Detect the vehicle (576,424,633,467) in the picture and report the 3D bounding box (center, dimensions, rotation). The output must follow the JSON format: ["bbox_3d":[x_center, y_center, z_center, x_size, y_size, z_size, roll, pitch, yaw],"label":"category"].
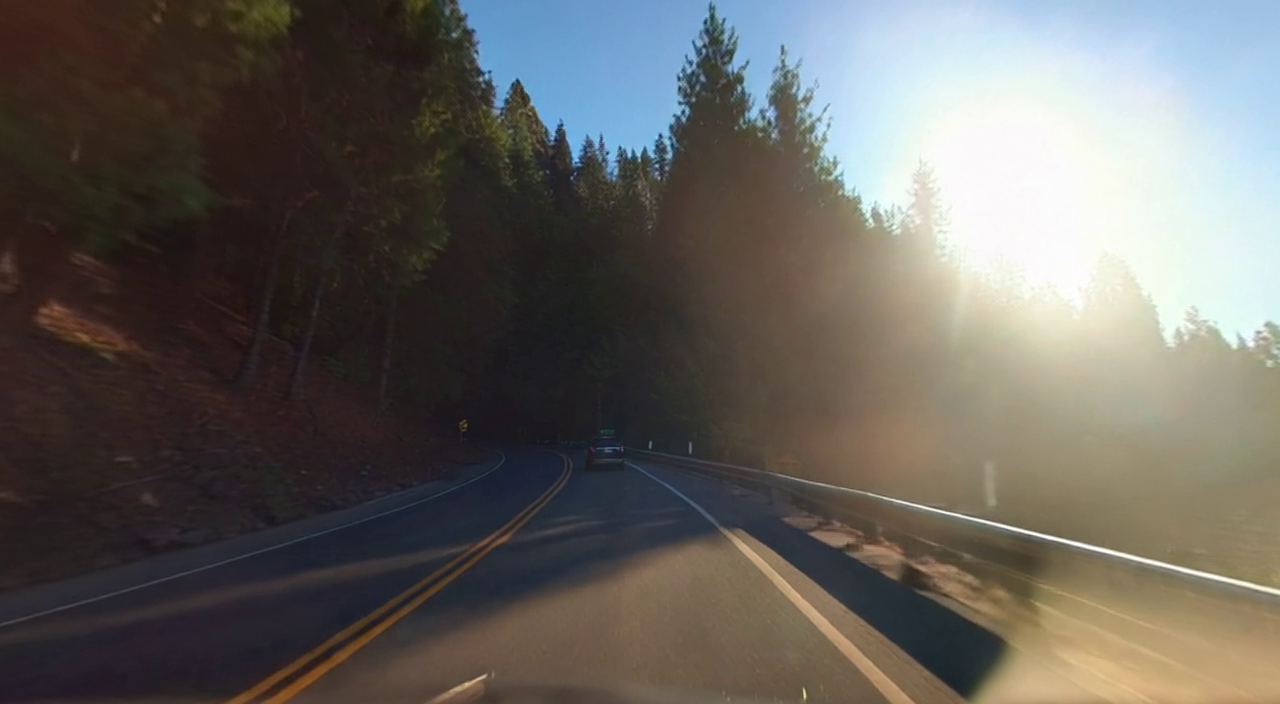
[{"bbox_3d":[-1.894,4.708,31.693,2.469,1.953,5.605,1,-9,-7],"label":"vehicle"}]
